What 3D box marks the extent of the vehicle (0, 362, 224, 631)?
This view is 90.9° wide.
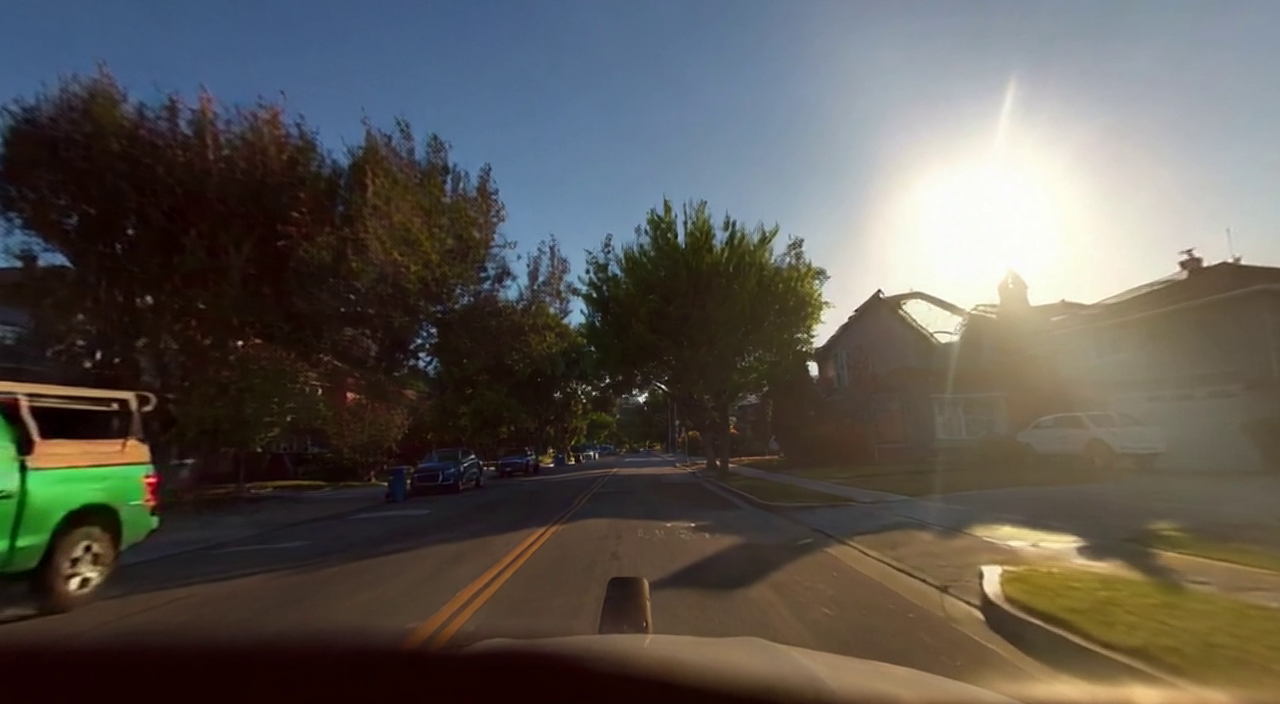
[{"bbox_3d":[-6.285,1.112,4.691,2.223,2.115,5.707,5,-3,2],"label":"vehicle"}]

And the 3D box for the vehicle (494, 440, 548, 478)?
[{"bbox_3d":[-6.553,5.925,35.309,2.169,1.871,4.762,-3,-8,-1],"label":"vehicle"}]

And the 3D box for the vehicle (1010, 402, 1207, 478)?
[{"bbox_3d":[12.889,2.463,17.852,1.936,1.687,4.714,-5,-8,1],"label":"vehicle"}]

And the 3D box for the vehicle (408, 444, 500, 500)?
[{"bbox_3d":[-6.374,4.104,22.110,1.945,1.530,4.430,-4,-7,-1],"label":"vehicle"}]
